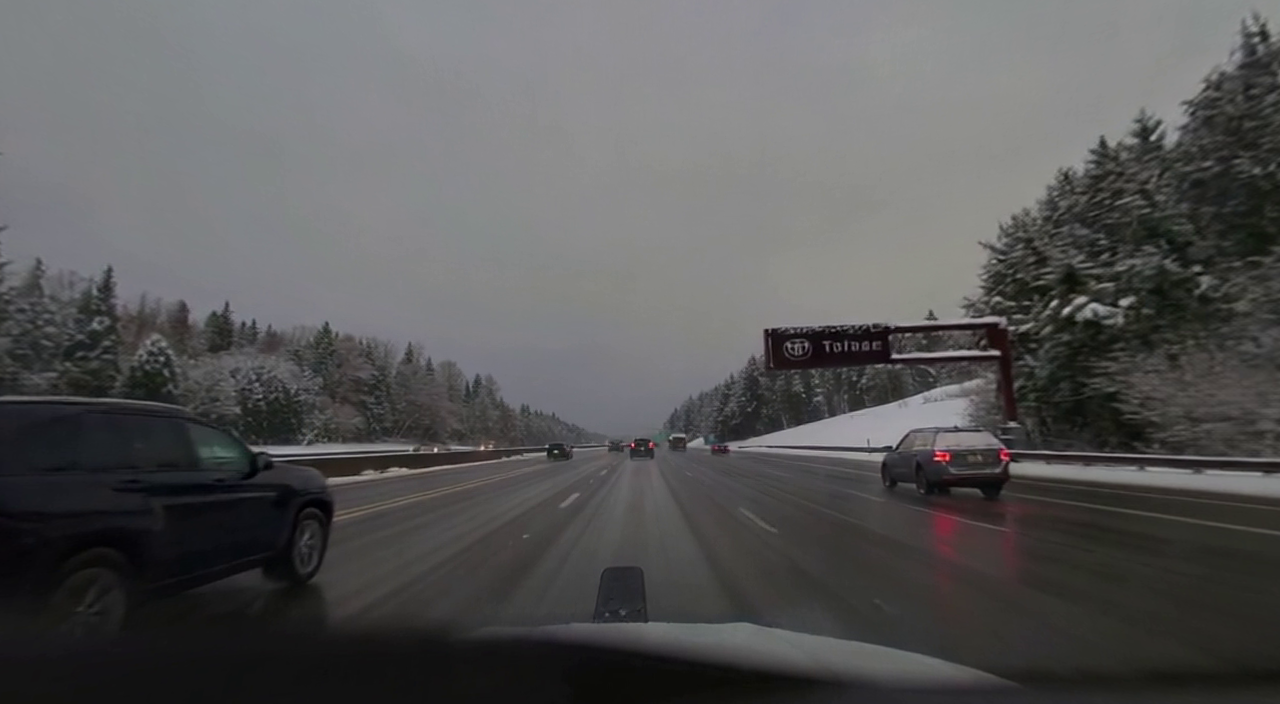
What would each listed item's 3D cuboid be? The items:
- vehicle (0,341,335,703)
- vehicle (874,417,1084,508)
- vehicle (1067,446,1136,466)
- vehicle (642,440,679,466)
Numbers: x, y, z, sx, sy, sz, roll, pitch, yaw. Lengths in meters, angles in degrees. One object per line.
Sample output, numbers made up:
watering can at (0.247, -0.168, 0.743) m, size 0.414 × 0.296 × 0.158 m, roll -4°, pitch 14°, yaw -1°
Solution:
vehicle at (-4.046, 0.929, 3.593) m, size 2.118 × 1.750 × 4.875 m, roll 0°, pitch -8°, yaw 1°
vehicle at (7.589, 2.538, 14.908) m, size 2.123 × 1.756 × 4.959 m, roll 0°, pitch -8°, yaw -1°
vehicle at (36.261, 8.165, 49.729) m, size 1.979 × 1.497 × 4.540 m, roll 0°, pitch -8°, yaw 0°
vehicle at (1.189, 6.162, 38.667) m, size 2.050 × 1.452 × 3.917 m, roll 0°, pitch -8°, yaw -1°
